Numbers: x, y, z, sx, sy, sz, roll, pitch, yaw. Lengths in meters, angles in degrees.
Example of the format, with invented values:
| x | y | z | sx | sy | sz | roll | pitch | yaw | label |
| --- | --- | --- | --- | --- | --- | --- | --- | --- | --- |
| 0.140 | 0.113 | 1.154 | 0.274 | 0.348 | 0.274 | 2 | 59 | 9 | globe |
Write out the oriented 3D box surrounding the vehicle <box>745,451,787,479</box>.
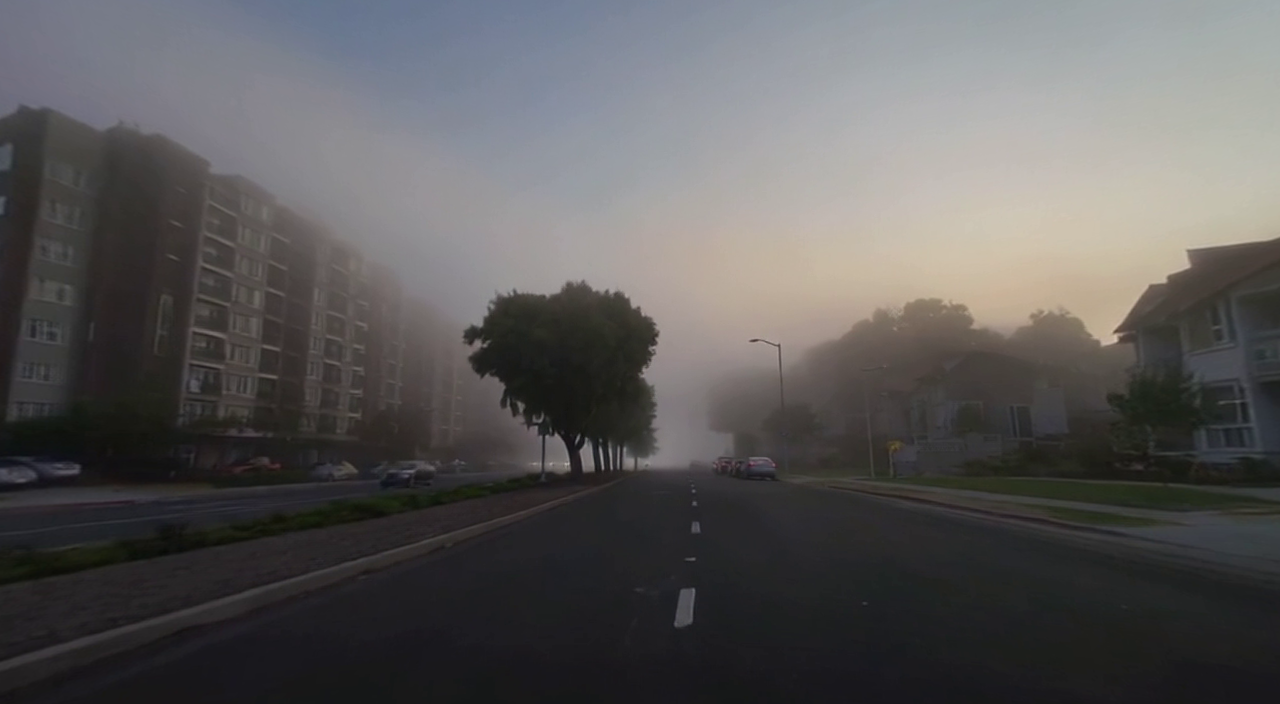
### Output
| x | y | z | sx | sy | sz | roll | pitch | yaw | label |
| --- | --- | --- | --- | --- | --- | --- | --- | --- | --- |
| 9.071 | 8.155 | 45.763 | 2.241 | 1.877 | 4.810 | -1 | -9 | 2 | vehicle |

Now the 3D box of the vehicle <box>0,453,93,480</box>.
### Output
| x | y | z | sx | sy | sz | roll | pitch | yaw | label |
| --- | --- | --- | --- | --- | --- | --- | --- | --- | --- |
| -38.048 | 7.332 | 40.351 | 4.334 | 1.686 | 1.925 | -2 | -9 | 9 | vehicle |

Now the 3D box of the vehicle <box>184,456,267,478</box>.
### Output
| x | y | z | sx | sy | sz | roll | pitch | yaw | label |
| --- | --- | --- | --- | --- | --- | --- | --- | --- | --- |
| -31.193 | 8.628 | 47.397 | 4.818 | 1.567 | 2.023 | 8 | -13 | -42 | vehicle |
